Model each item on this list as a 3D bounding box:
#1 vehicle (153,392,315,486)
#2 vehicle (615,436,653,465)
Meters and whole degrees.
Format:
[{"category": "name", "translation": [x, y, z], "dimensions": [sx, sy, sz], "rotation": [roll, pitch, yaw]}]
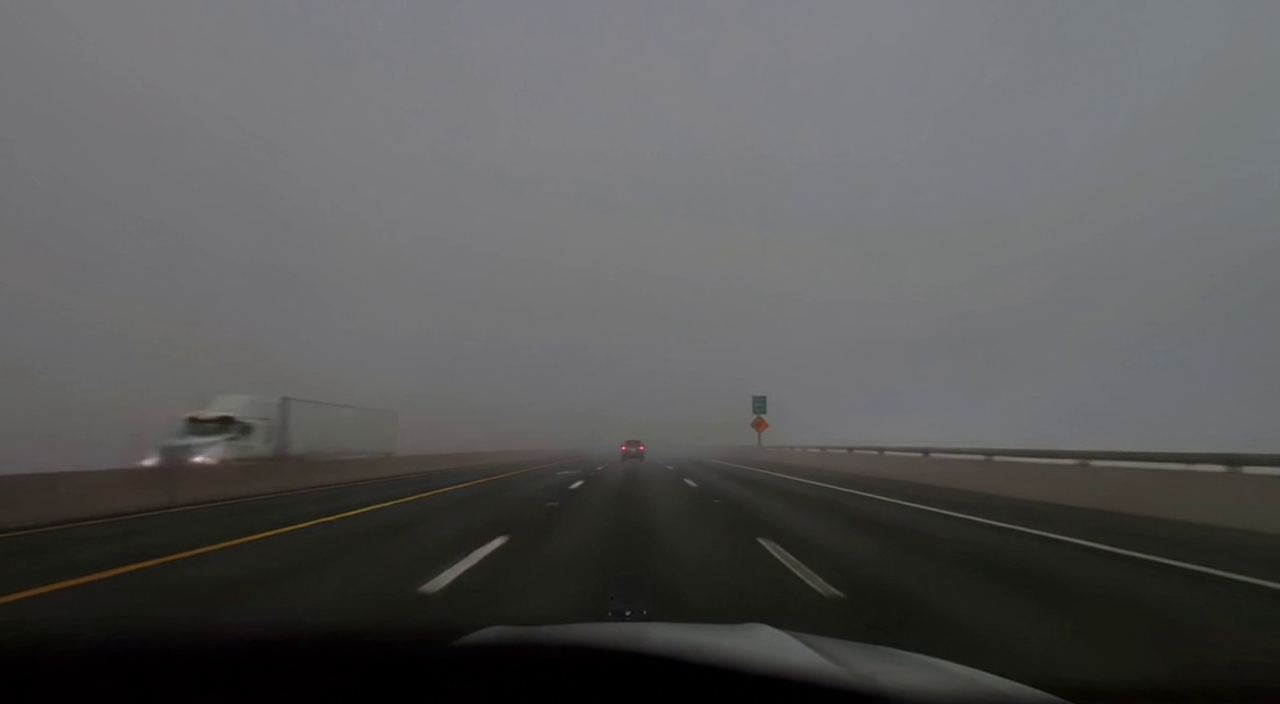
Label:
[{"category": "vehicle", "translation": [-18.597, 4.085, 29.531], "dimensions": [2.875, 3.862, 6.867], "rotation": [0, -8, 0]}, {"category": "vehicle", "translation": [-0.372, 5.856, 37.592], "dimensions": [2.111, 1.635, 4.177], "rotation": [0, -8, -1]}]
